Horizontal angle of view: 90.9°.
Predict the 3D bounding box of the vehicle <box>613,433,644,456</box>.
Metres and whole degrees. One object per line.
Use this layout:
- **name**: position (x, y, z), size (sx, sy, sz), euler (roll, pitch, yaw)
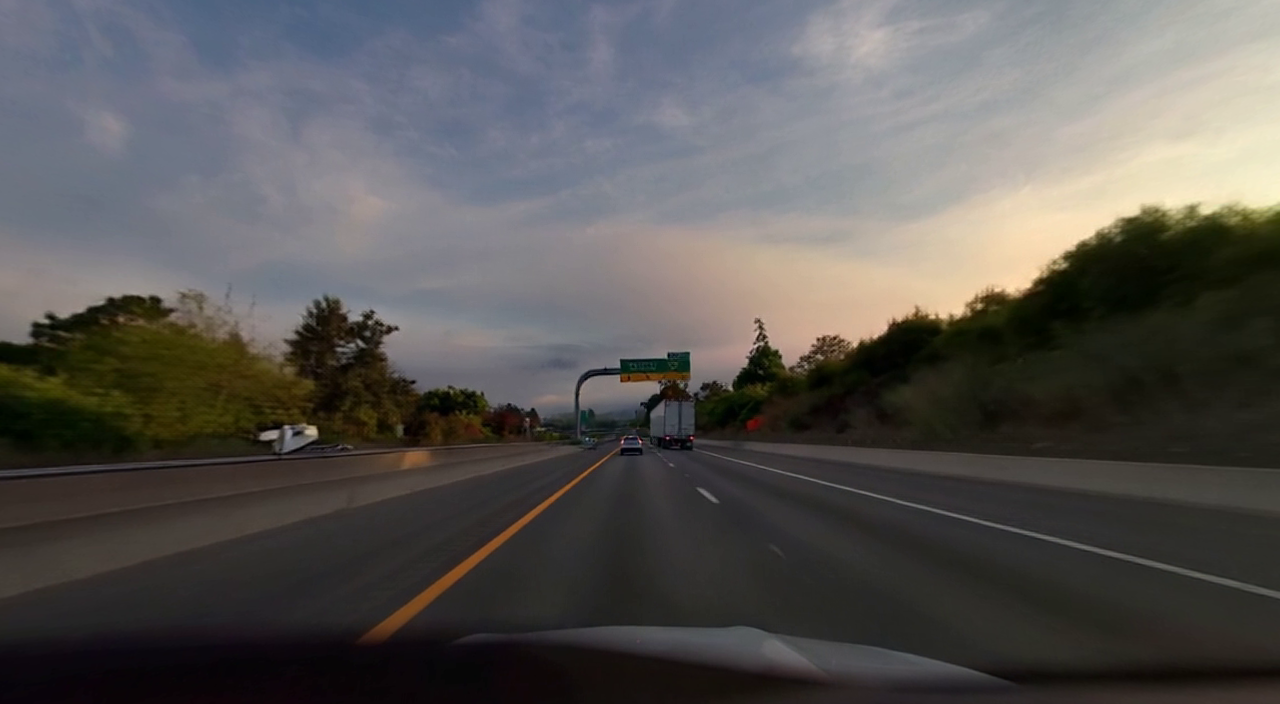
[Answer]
- **vehicle**: position (-0.803, 6.559, 44.870), size (2.095, 1.557, 3.963), euler (0, -8, -1)
